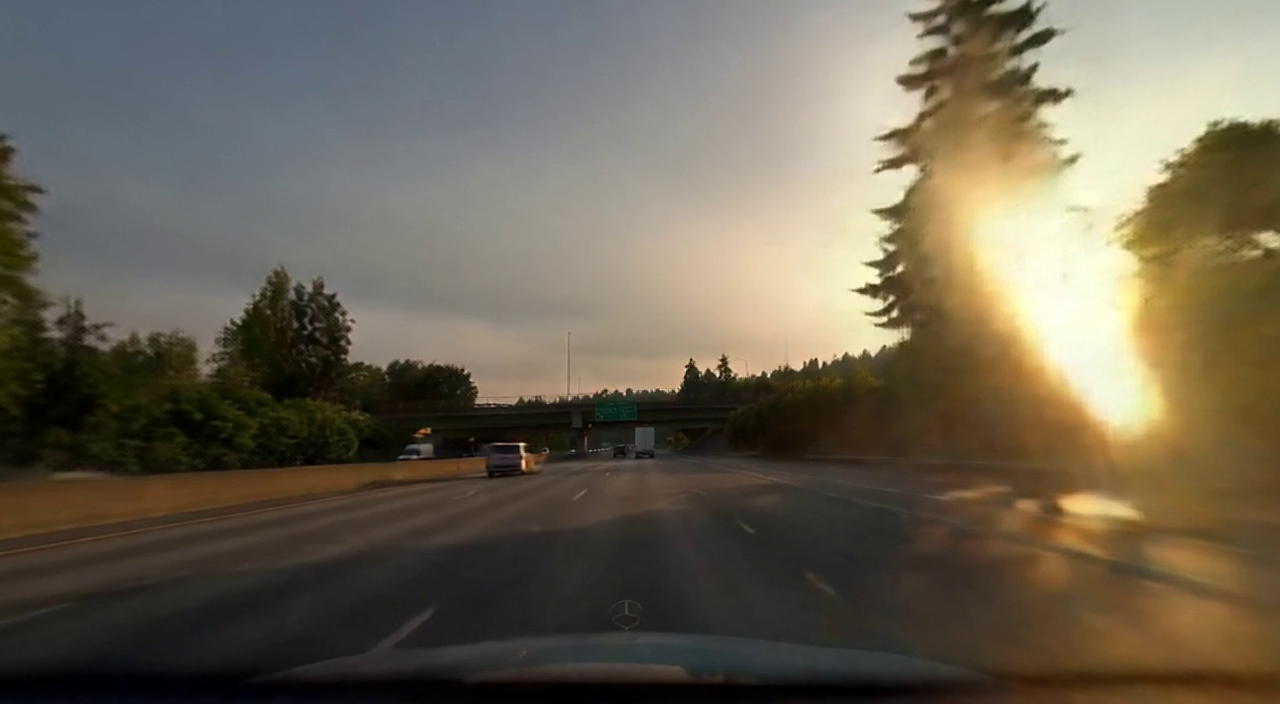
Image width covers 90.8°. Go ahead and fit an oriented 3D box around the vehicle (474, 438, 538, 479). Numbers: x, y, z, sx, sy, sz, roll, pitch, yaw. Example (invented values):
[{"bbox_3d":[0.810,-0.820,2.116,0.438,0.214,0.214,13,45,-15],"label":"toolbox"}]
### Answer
[{"bbox_3d":[-6.840,5.489,32.860,2.195,1.940,5.154,0,-9,0],"label":"vehicle"}]
